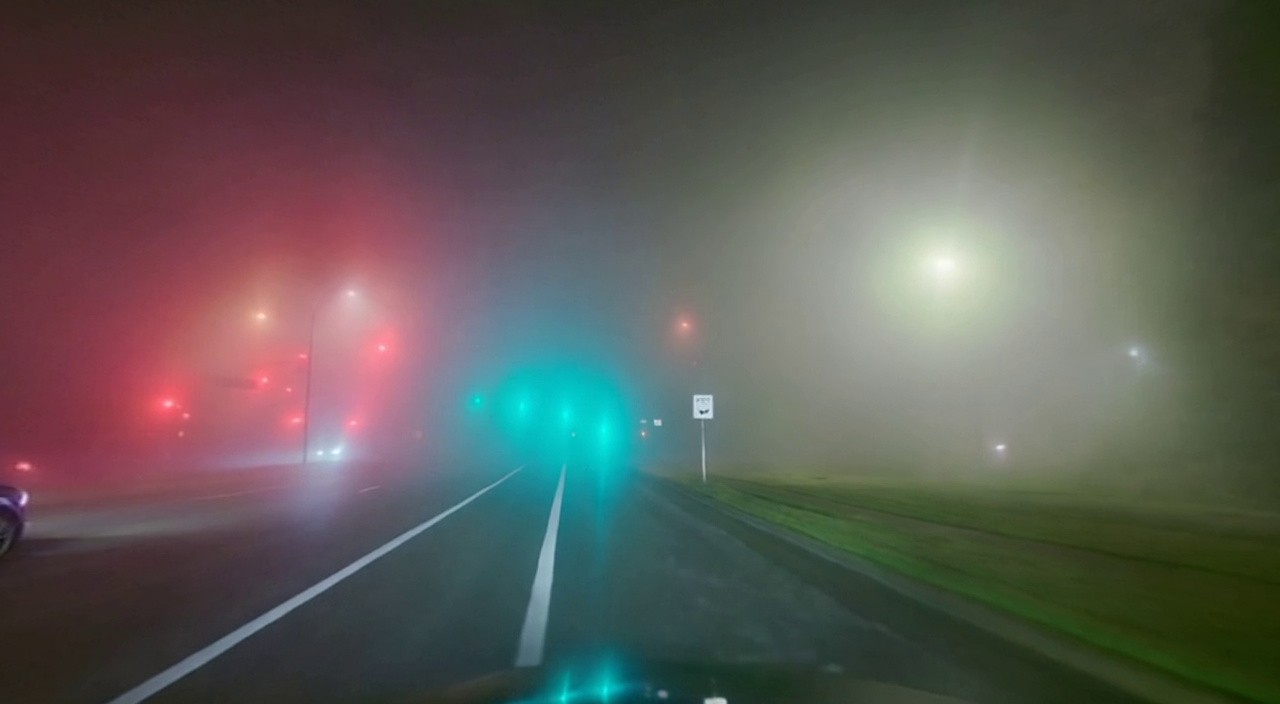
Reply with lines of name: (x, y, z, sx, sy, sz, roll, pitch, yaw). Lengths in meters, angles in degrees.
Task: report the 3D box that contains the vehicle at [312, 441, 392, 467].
vehicle: (-18.458, 6.530, 40.600, 1.837, 1.530, 4.570, -4, -9, 23)
